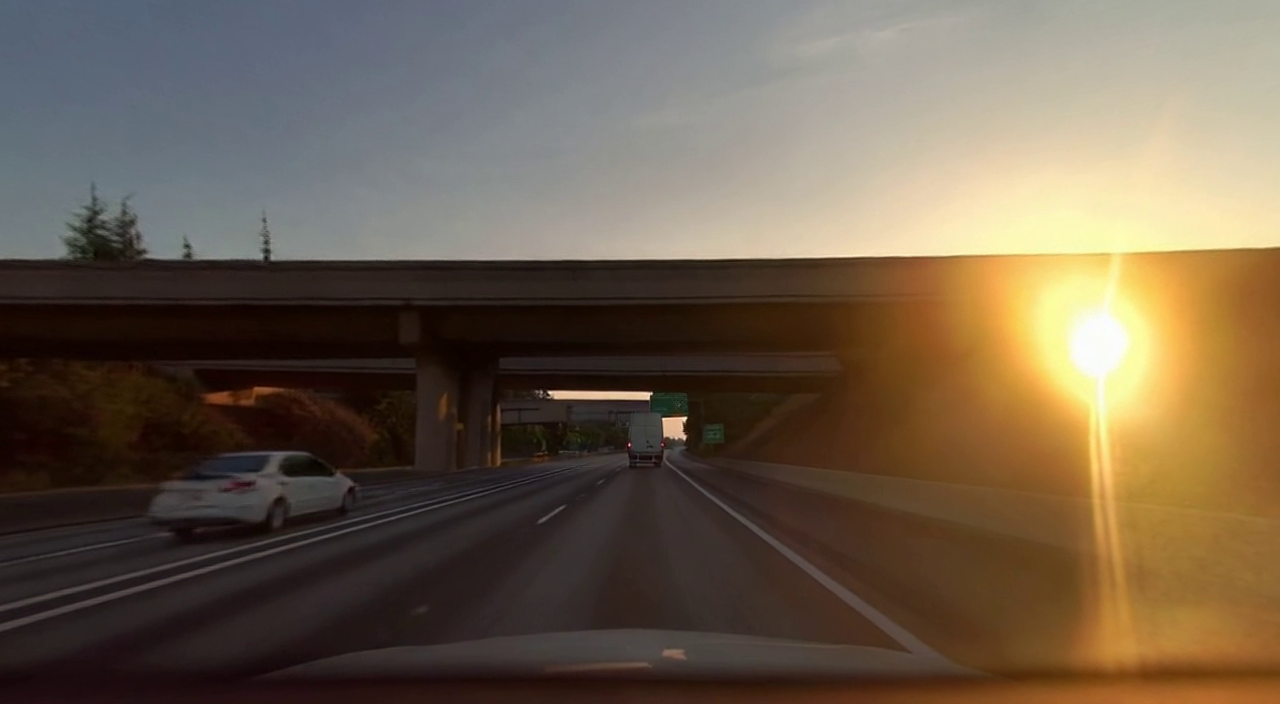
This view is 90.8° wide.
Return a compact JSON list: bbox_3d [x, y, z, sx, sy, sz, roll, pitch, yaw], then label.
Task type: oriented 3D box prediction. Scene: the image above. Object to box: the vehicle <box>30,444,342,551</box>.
[{"bbox_3d":[-7.447,2.389,11.176,1.953,1.452,4.711,0,-9,1],"label":"vehicle"}]
